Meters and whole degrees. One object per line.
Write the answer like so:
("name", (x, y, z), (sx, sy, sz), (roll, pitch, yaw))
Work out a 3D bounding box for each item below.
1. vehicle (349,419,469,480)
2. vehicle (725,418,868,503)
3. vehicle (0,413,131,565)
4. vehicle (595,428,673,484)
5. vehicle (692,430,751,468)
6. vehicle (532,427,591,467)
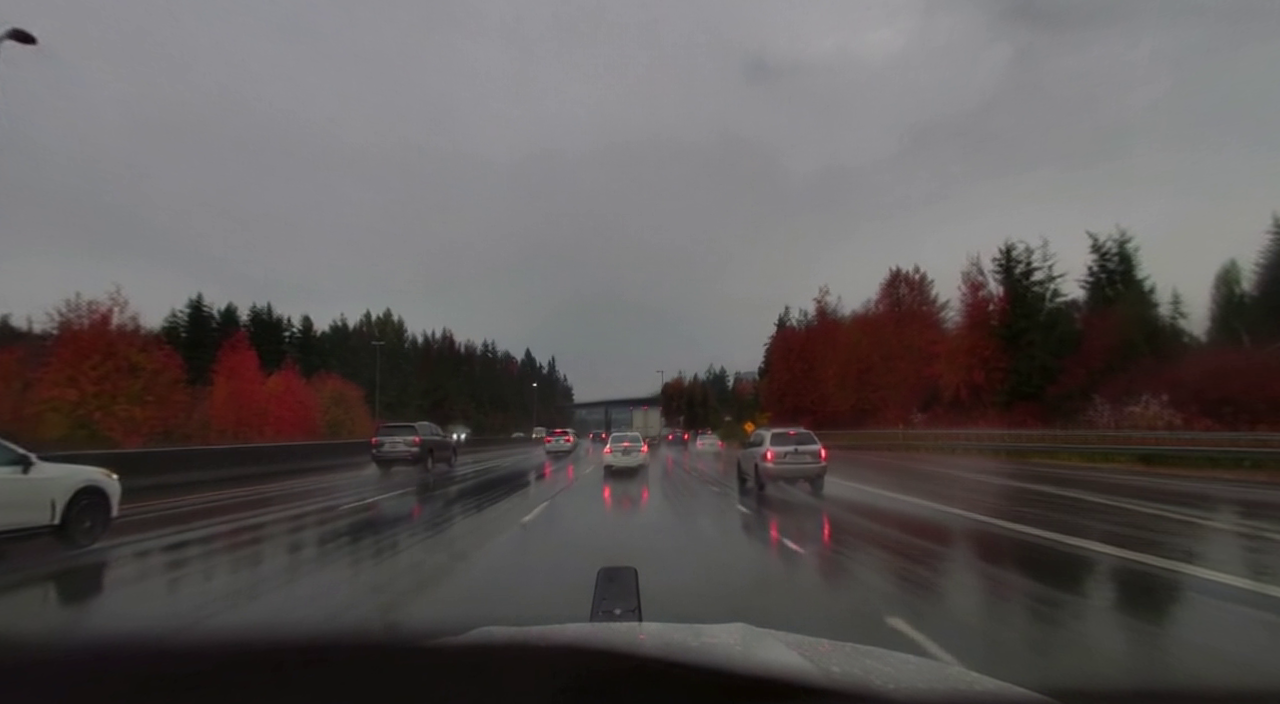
("vehicle", (-7.441, 3.193, 20.877), (2.117, 1.779, 4.745), (0, -8, 1))
("vehicle", (3.358, 2.415, 14.488), (2.095, 1.650, 4.331), (0, -8, -1))
("vehicle", (-7.482, 1.338, 5.974), (1.934, 1.526, 3.966), (0, -8, 0))
("vehicle", (-0.144, 3.116, 19.220), (2.111, 1.494, 4.364), (0, -8, 0))
("vehicle", (3.505, 4.263, 27.901), (1.972, 1.516, 4.514), (0, -8, -1))
("vehicle", (-3.517, 4.359, 29.078), (2.064, 1.672, 4.277), (0, -8, 1))
